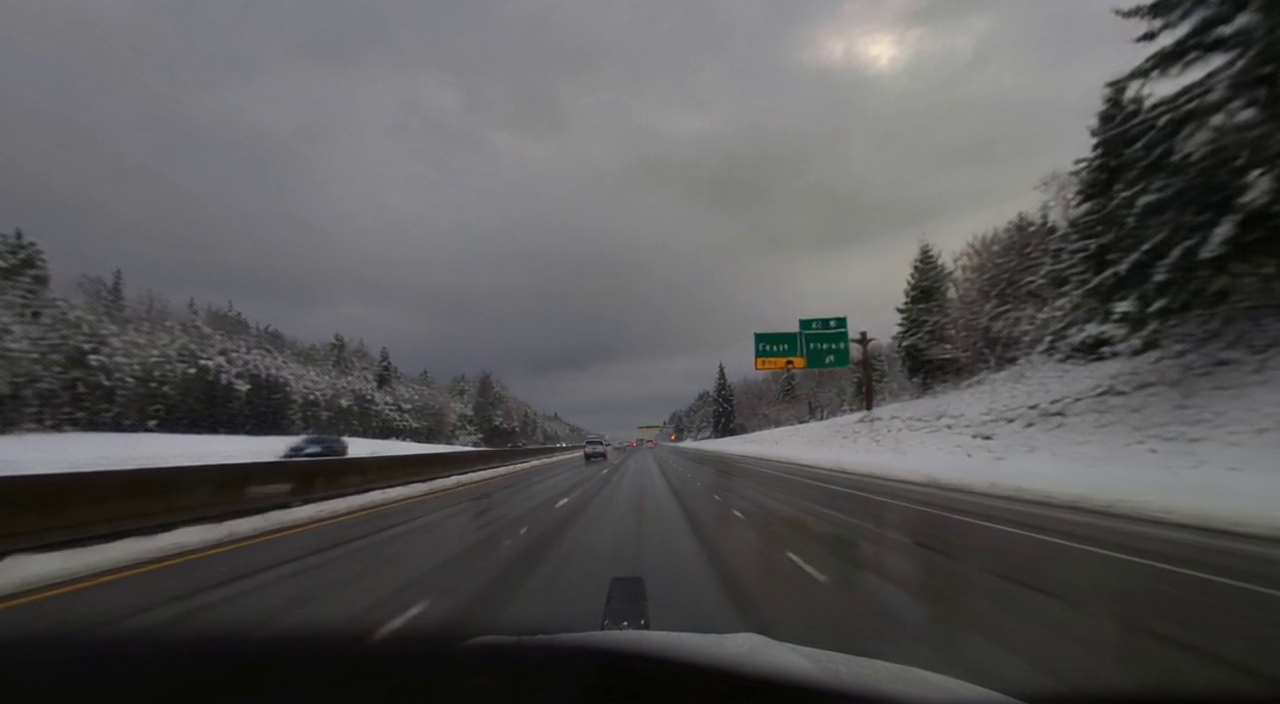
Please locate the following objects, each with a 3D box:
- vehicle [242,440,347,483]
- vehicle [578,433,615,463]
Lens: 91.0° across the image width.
[{"bbox_3d":[-16.803,5.319,30.991,2.167,1.922,5.322,0,-8,0],"label":"vehicle"},{"bbox_3d":[-3.104,6.921,45.541,2.286,2.011,4.452,0,-8,1],"label":"vehicle"}]
